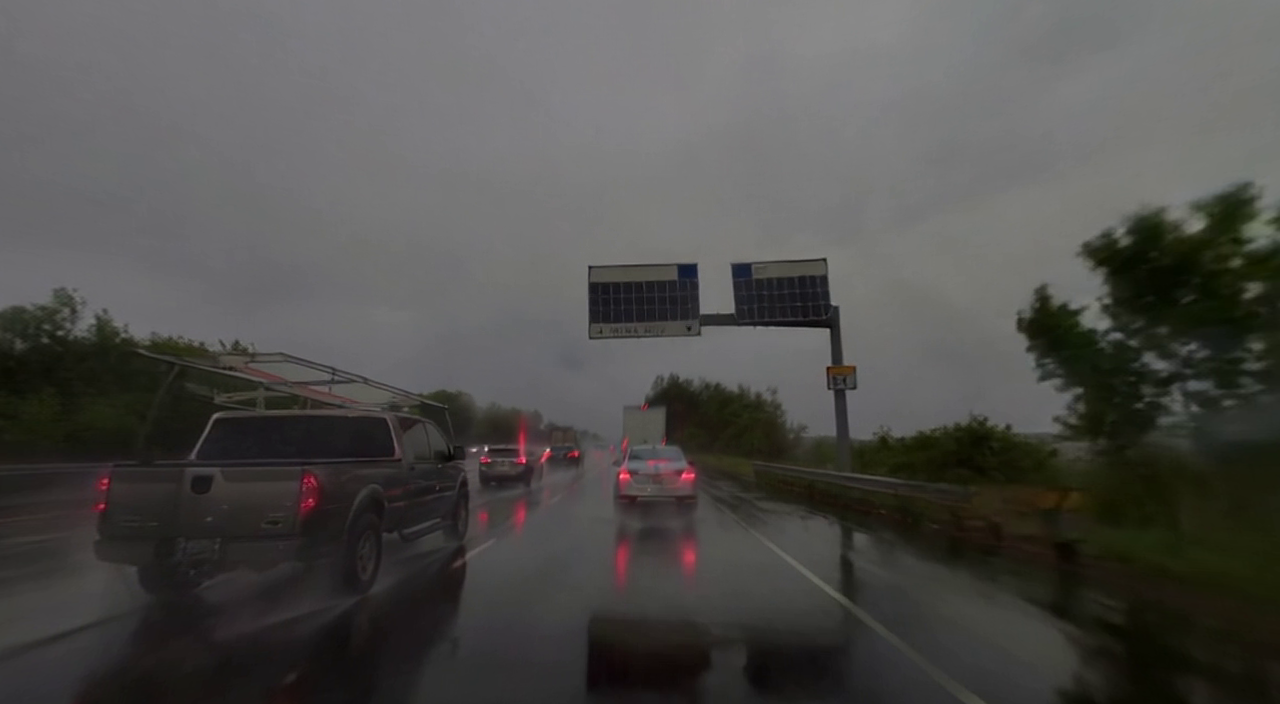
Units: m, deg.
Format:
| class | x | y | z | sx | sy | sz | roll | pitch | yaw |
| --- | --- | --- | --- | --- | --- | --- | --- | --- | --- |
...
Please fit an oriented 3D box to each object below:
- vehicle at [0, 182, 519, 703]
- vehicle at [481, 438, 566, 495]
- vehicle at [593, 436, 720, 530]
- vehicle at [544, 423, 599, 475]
| class | x | y | z | sx | sy | sz | roll | pitch | yaw |
| --- | --- | --- | --- | --- | --- | --- | --- | --- | --- |
| vehicle | -3.053 | 0.983 | 6.438 | 2.289 | 2.757 | 6.726 | 0 | -9 | 0 |
| vehicle | -3.643 | 3.658 | 20.473 | 1.963 | 1.627 | 3.849 | 0 | -9 | 0 |
| vehicle | 0.247 | 2.411 | 12.090 | 2.063 | 1.507 | 3.488 | 0 | -9 | -1 |
| vehicle | -3.673 | 5.393 | 35.140 | 2.290 | 2.613 | 5.975 | 0 | -9 | 1 |
